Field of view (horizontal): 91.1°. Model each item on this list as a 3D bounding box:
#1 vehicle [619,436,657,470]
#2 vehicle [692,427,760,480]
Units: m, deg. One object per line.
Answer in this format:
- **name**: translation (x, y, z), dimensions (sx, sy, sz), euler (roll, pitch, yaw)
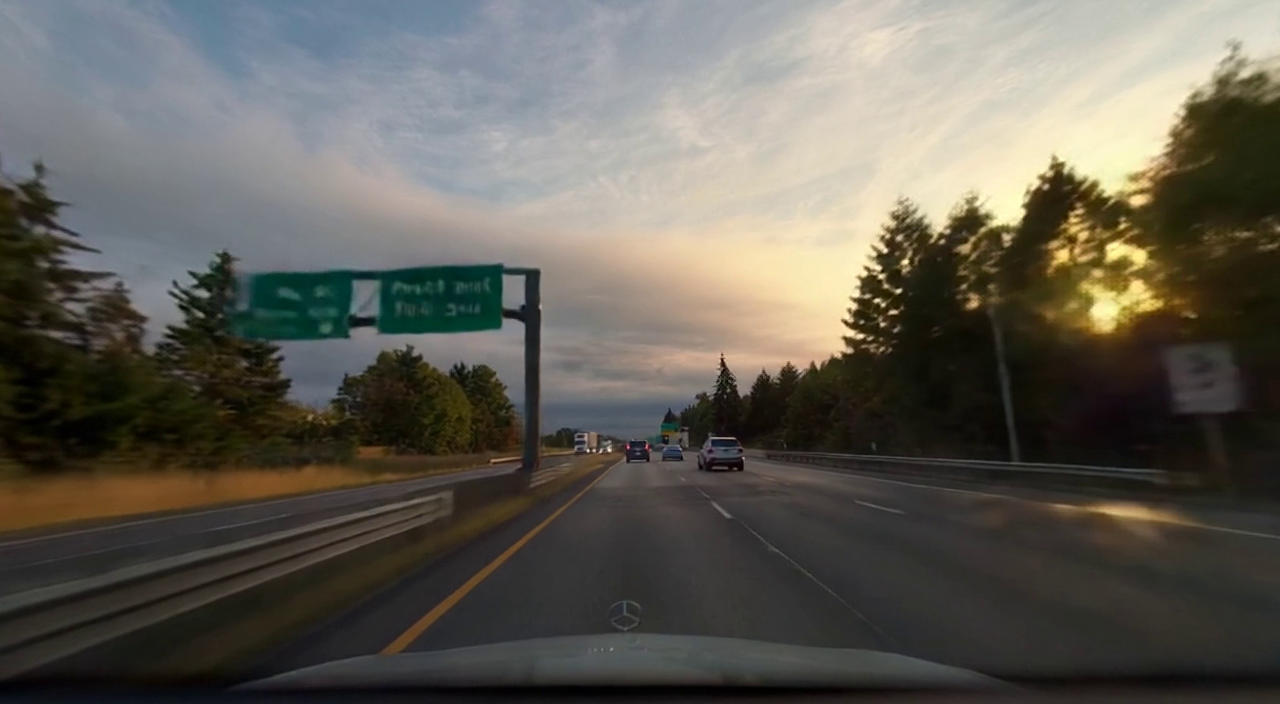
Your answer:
- **vehicle**: translation (-0.149, 6.157, 38.266), dimensions (2.192, 1.912, 4.524), euler (0, -9, -1)
- **vehicle**: translation (3.425, 4.172, 25.938), dimensions (1.981, 1.984, 4.623), euler (0, -9, -2)
